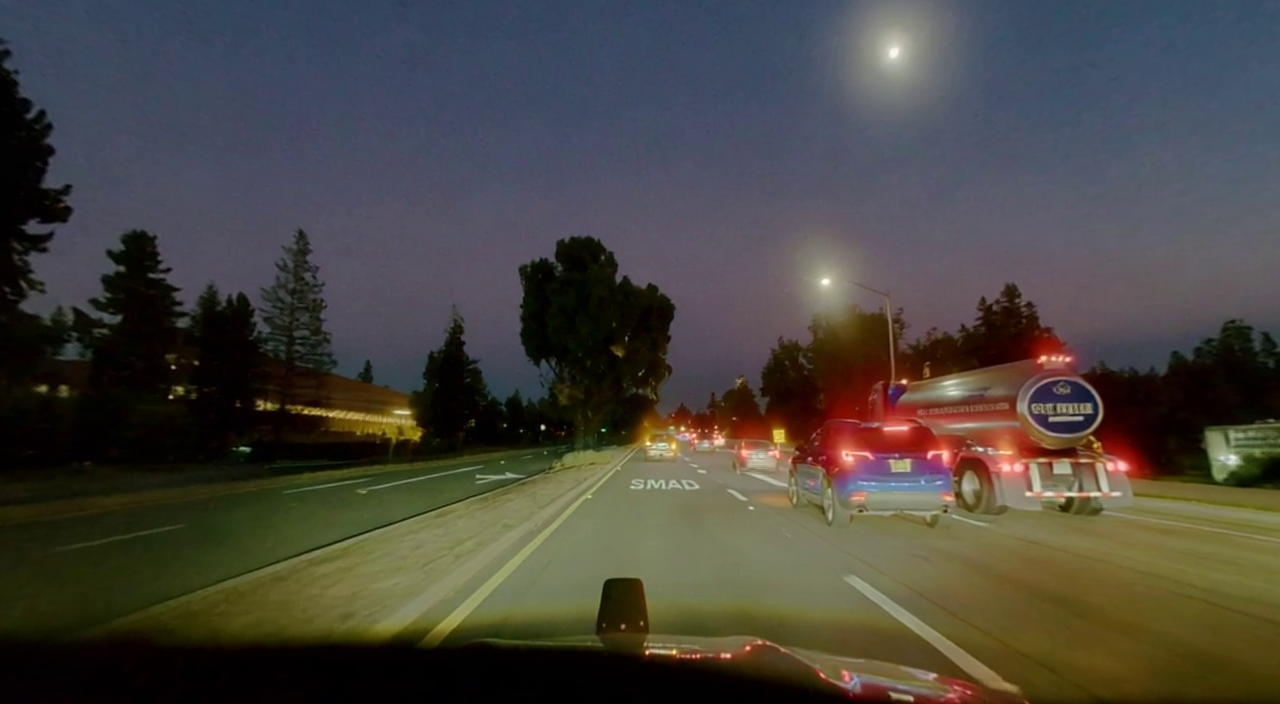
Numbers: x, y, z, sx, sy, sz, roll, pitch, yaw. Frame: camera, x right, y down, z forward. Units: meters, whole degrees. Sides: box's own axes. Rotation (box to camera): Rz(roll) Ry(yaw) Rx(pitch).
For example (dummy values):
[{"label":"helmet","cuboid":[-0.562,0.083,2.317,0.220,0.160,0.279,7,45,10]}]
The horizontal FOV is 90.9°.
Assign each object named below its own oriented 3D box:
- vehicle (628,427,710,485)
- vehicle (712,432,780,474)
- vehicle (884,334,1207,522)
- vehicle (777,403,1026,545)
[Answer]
[{"label":"vehicle","cuboid":[0.793,3.030,18.554,2.148,1.488,4.002,0,-8,1]},{"label":"vehicle","cuboid":[4.040,3.931,24.654,1.917,1.475,4.081,0,-8,-1]},{"label":"vehicle","cuboid":[8.159,1.735,14.004,2.849,3.207,6.275,0,-8,-1]},{"label":"vehicle","cuboid":[3.714,1.838,10.089,2.045,1.729,4.532,0,-8,0]}]
